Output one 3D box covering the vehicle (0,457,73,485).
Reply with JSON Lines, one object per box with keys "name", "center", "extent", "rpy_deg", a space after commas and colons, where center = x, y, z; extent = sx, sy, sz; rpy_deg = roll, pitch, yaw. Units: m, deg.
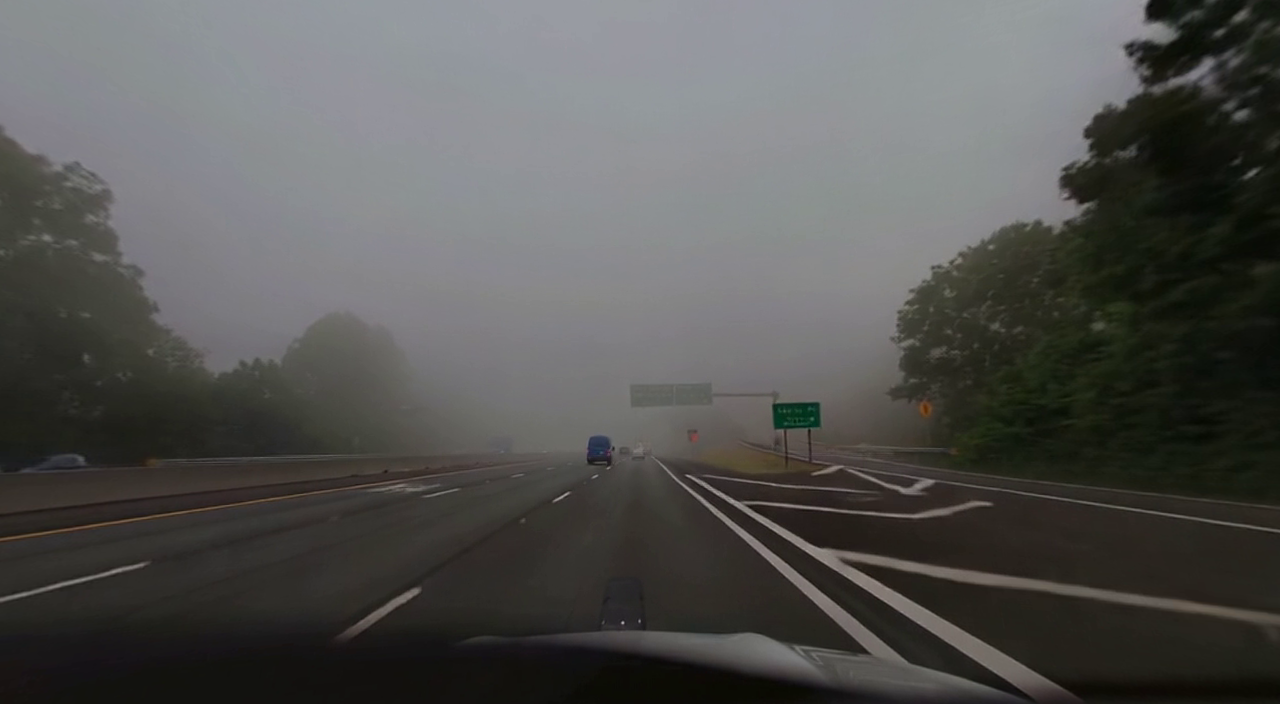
{"name": "vehicle", "center": [-37.663, 7.196, 38.324], "extent": [1.868, 1.486, 4.731], "rpy_deg": [0, -8, -3]}
